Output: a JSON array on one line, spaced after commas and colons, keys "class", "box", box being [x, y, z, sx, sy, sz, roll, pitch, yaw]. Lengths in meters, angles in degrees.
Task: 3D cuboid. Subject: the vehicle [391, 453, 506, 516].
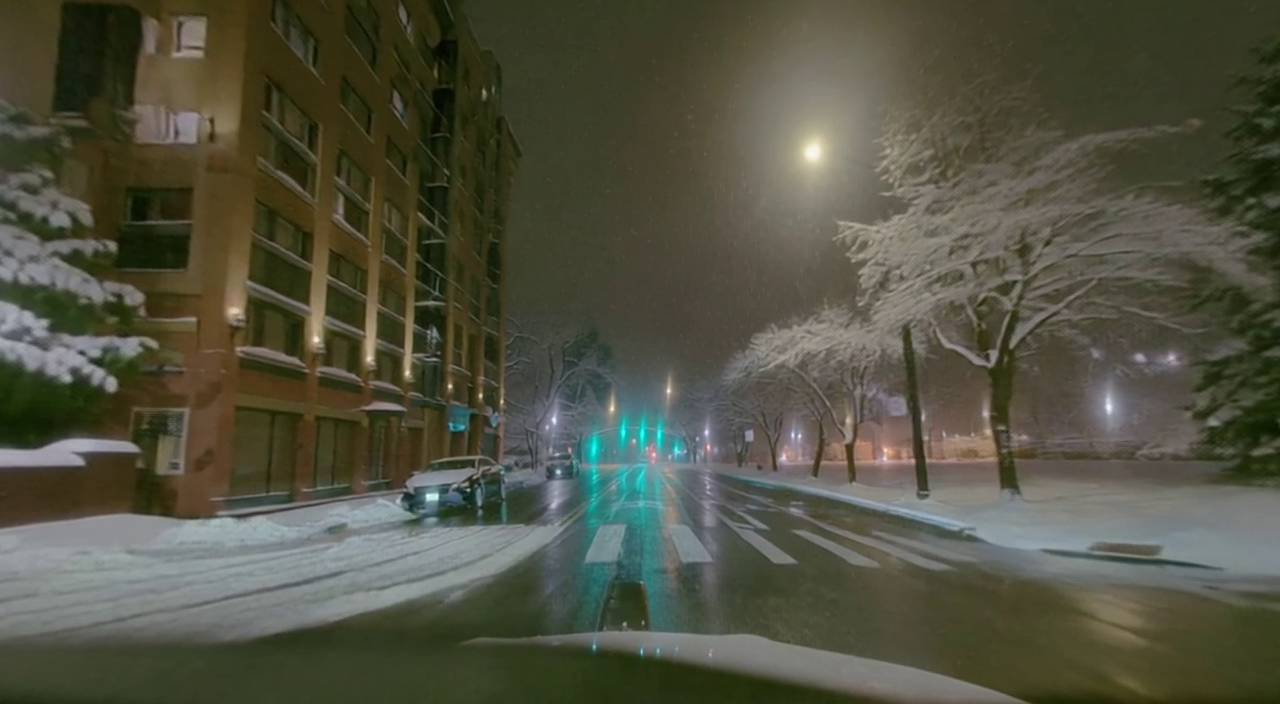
[{"class": "vehicle", "box": [-5.815, 4.053, 19.860, 2.223, 1.658, 4.621, 0, -8, 0]}]

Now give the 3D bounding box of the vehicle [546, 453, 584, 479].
[{"class": "vehicle", "box": [-5.467, 8.380, 46.535, 2.147, 1.701, 4.879, 0, -8, 1]}]
